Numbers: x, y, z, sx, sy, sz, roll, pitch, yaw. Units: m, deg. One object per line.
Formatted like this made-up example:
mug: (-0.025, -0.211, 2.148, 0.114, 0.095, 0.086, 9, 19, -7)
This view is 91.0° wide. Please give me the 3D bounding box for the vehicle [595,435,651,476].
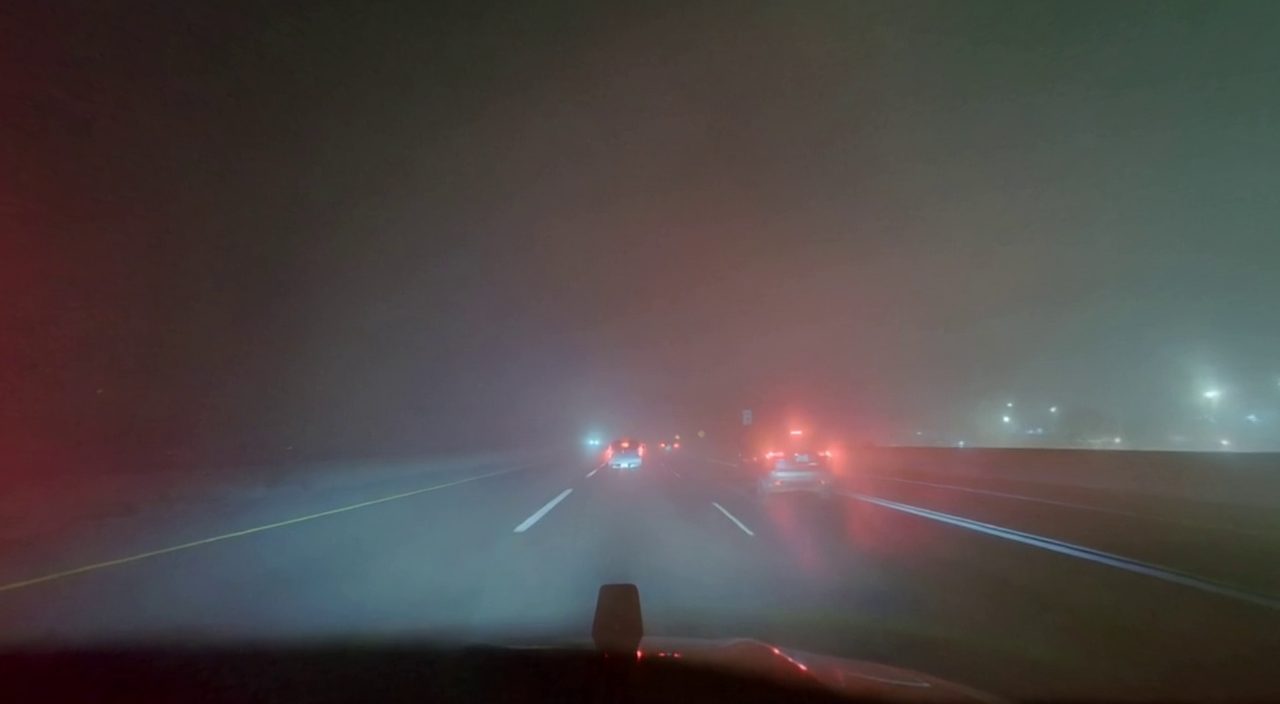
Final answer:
vehicle: (-0.655, 4.294, 26.324, 2.147, 1.576, 3.964, 0, -8, 0)
